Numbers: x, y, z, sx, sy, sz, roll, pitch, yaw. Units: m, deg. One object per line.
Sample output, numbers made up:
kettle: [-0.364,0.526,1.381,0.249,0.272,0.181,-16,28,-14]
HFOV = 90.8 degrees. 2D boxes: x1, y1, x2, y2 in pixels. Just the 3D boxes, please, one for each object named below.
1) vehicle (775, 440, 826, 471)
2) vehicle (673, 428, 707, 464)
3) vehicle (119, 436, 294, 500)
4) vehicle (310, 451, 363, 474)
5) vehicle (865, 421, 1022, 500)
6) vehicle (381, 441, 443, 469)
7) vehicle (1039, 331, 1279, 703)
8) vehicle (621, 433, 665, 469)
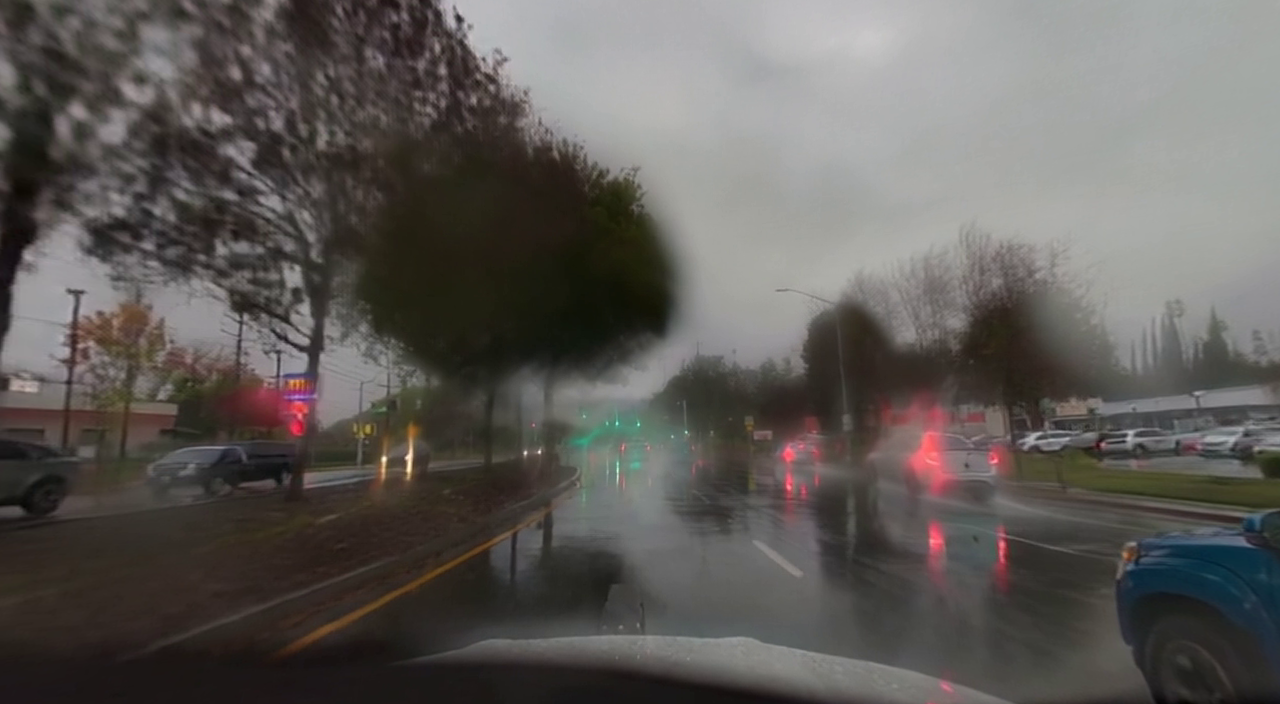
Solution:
vehicle: [8.477,5.495,33.631,1.879,1.517,4.006,-1,-8,3]
vehicle: [3.777,7.169,48.336,2.239,2.586,4.586,0,-8,0]
vehicle: [-13.980,3.739,20.908,2.159,1.836,5.038,0,-8,0]
vehicle: [-21.856,7.953,45.688,1.879,1.520,3.830,0,-8,1]
vehicle: [7.689,2.789,16.591,1.977,1.786,4.344,0,-8,1]
vehicle: [-14.493,6.578,40.395,2.136,1.676,4.371,-1,-9,3]
vehicle: [3.534,0.664,1.654,2.076,1.716,4.416,0,-8,0]
vehicle: [0.142,5.680,36.363,2.402,1.938,4.535,0,-8,-1]
